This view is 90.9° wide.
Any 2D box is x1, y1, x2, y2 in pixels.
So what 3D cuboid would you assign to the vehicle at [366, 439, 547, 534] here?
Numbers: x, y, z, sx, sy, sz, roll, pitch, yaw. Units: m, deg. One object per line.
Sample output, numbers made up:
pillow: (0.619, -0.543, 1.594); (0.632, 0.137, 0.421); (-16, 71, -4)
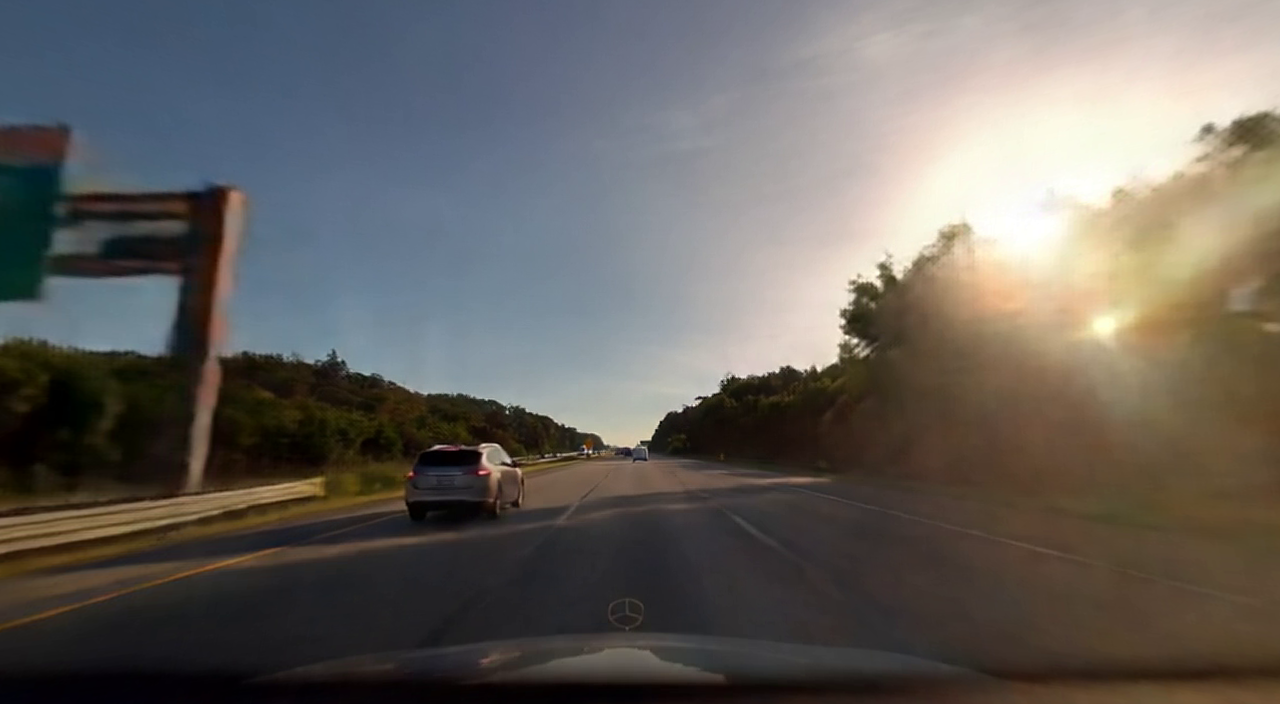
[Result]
vehicle: (-3.229, 2.489, 12.280); (2.054, 1.475, 4.708); (0, -9, 1)
